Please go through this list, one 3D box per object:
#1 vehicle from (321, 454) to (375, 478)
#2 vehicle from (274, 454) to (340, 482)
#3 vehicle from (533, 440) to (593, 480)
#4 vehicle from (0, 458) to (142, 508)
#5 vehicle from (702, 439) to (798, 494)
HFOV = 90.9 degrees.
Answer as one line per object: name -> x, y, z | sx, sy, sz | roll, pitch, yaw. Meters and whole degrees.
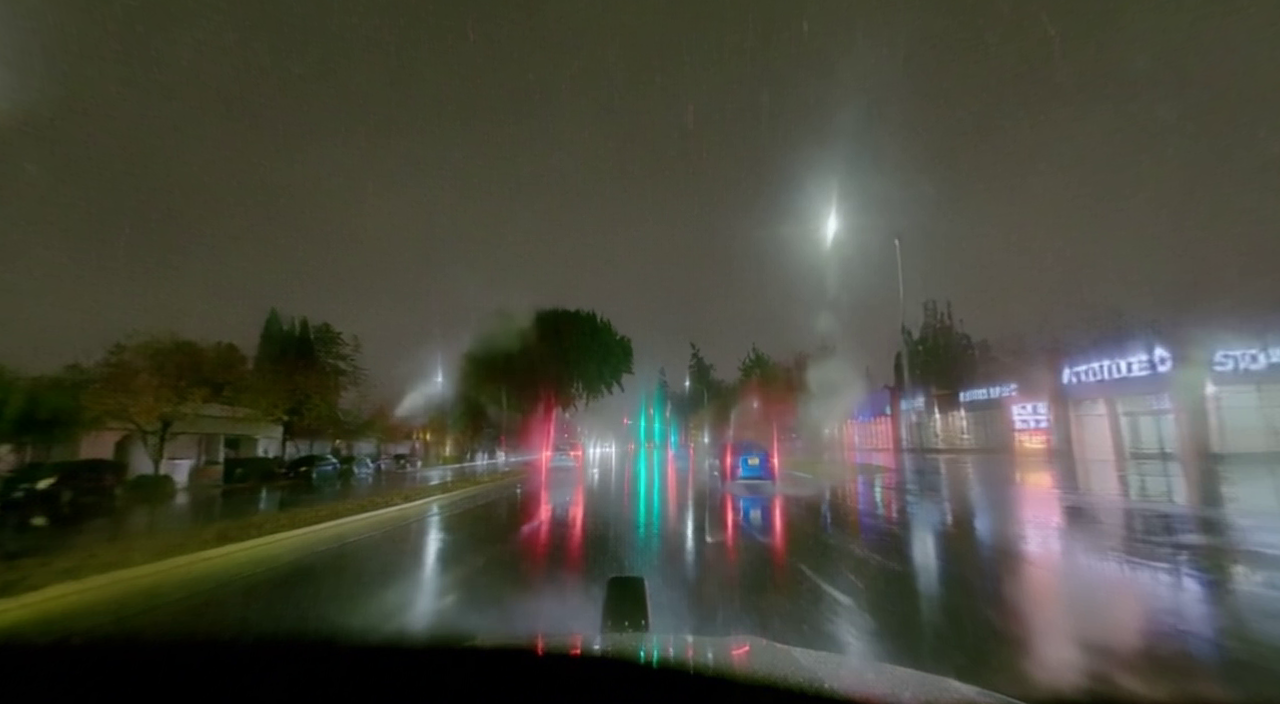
vehicle -> -22.321, 8.696, 48.393 | 1.794, 1.664, 4.582 | -1, -8, 1
vehicle -> -22.470, 7.809, 42.733 | 1.918, 1.698, 4.581 | -1, -8, 1
vehicle -> -3.336, 4.768, 28.122 | 2.113, 1.626, 4.129 | 0, -8, 0
vehicle -> -22.574, 5.083, 24.925 | 1.922, 1.682, 4.638 | 0, -8, 0
vehicle -> 3.206, 3.444, 19.424 | 2.083, 1.474, 4.360 | 0, -8, -1
